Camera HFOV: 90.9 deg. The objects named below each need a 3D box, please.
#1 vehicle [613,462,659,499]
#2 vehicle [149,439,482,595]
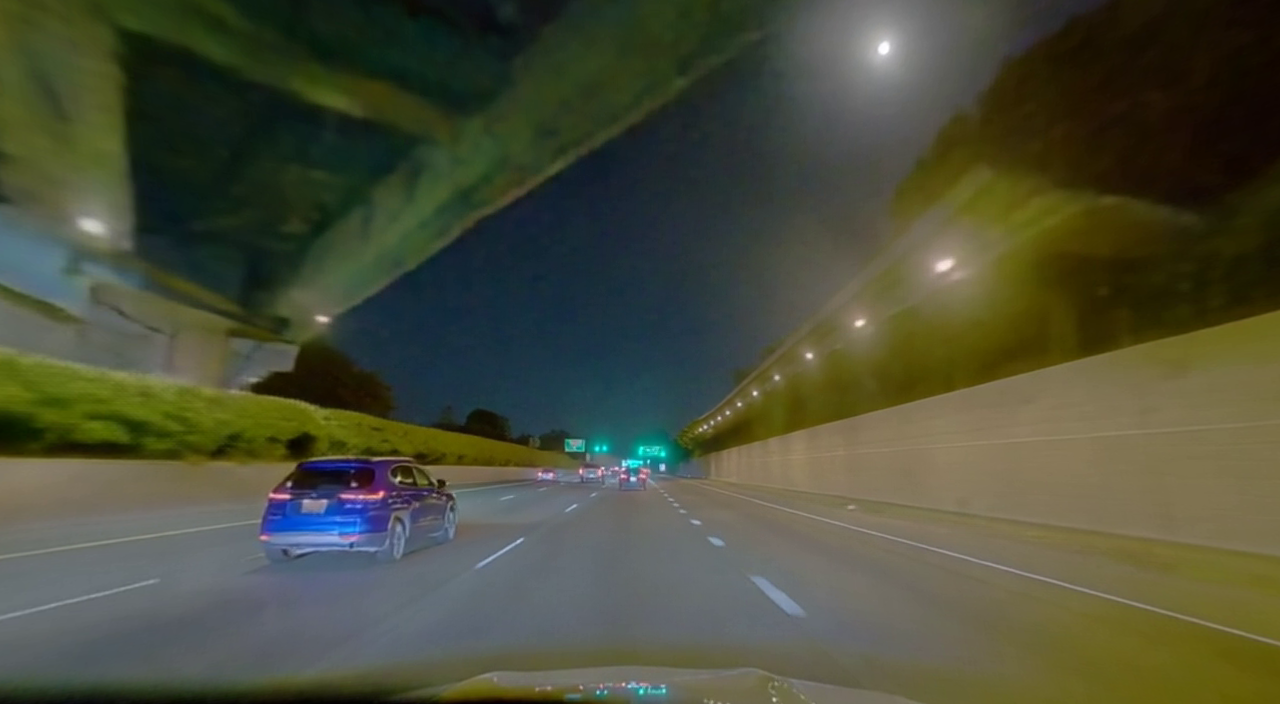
[{"bbox_3d":[-0.223,5.976,29.483,1.992,1.601,3.762,1,-10,-1],"label":"vehicle"},{"bbox_3d":[-3.880,2.105,8.778,2.102,1.521,4.687,1,-10,0],"label":"vehicle"}]
